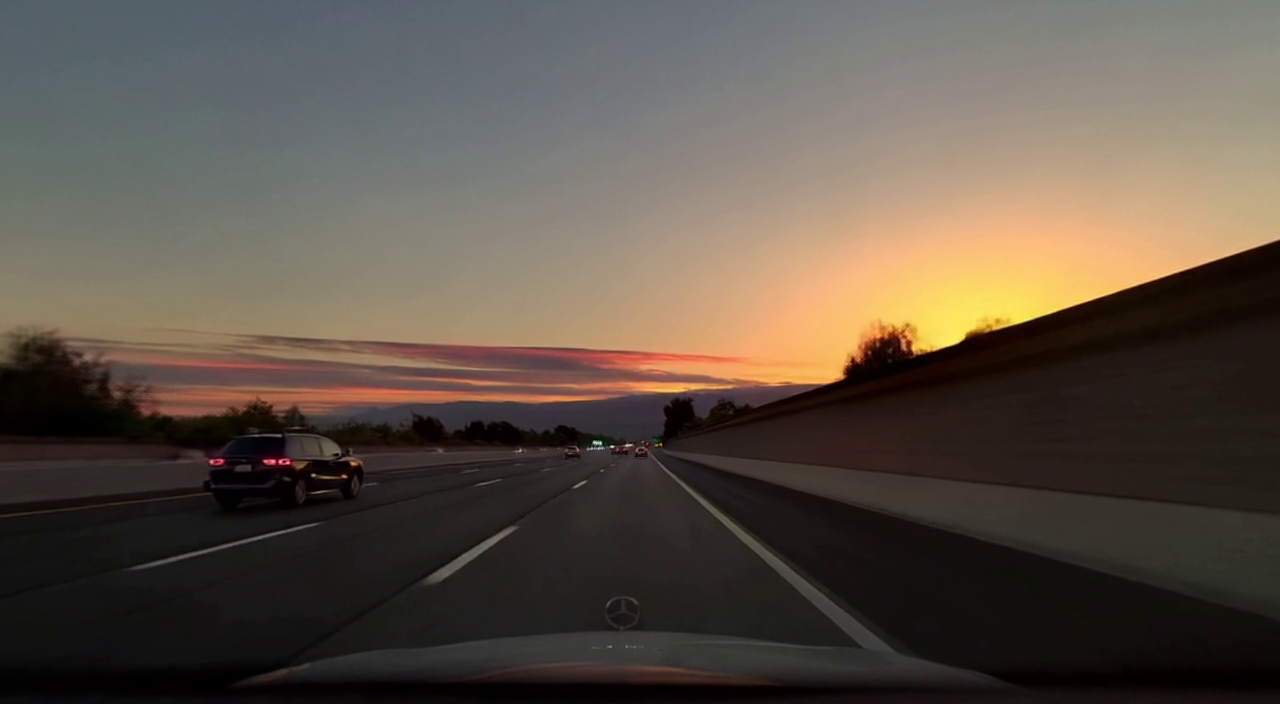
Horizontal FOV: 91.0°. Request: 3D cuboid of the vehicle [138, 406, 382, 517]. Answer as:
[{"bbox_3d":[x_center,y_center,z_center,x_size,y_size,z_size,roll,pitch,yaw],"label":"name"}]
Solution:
[{"bbox_3d":[-7.833,2.327,13.787,2.163,1.947,4.959,0,-9,1],"label":"vehicle"}]
